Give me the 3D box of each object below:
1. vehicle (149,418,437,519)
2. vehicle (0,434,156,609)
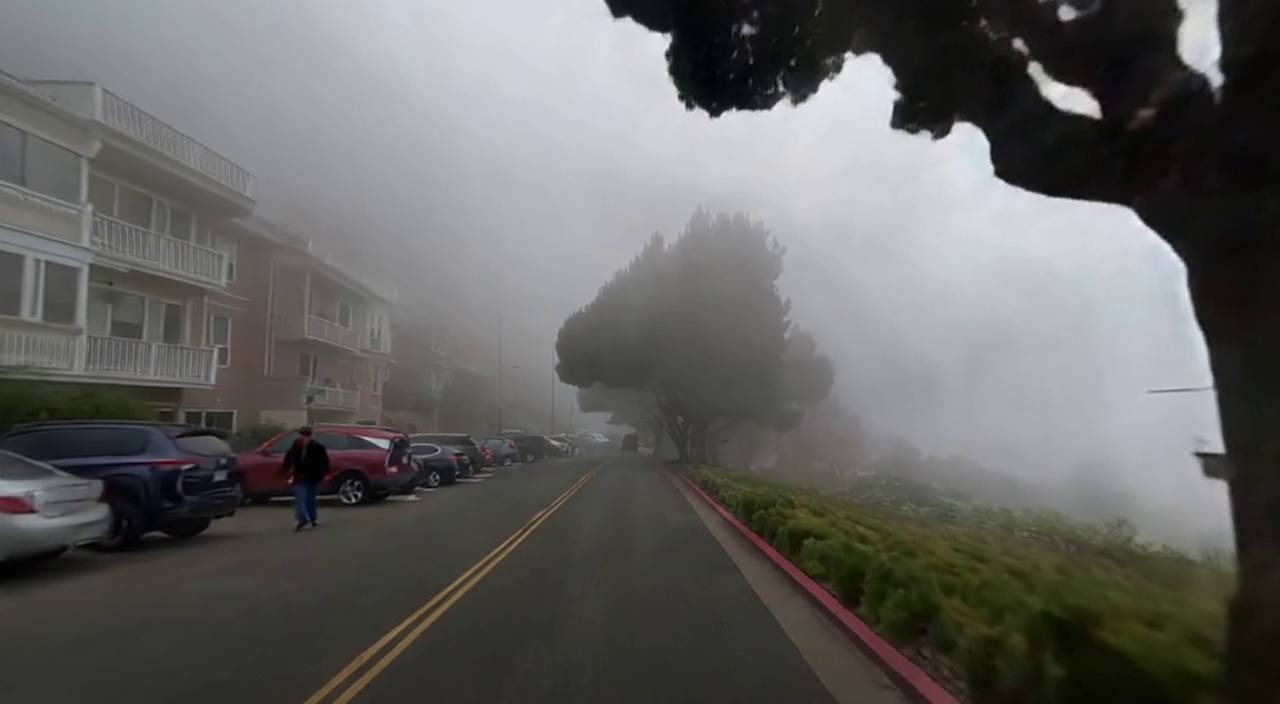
[{"bbox_3d":[-7.407,2.531,13.951,4.981,1.975,2.296,-1,-9,3],"label":"vehicle"},{"bbox_3d":[-7.690,1.659,6.476,3.908,1.544,1.789,0,-9,-1],"label":"vehicle"}]
